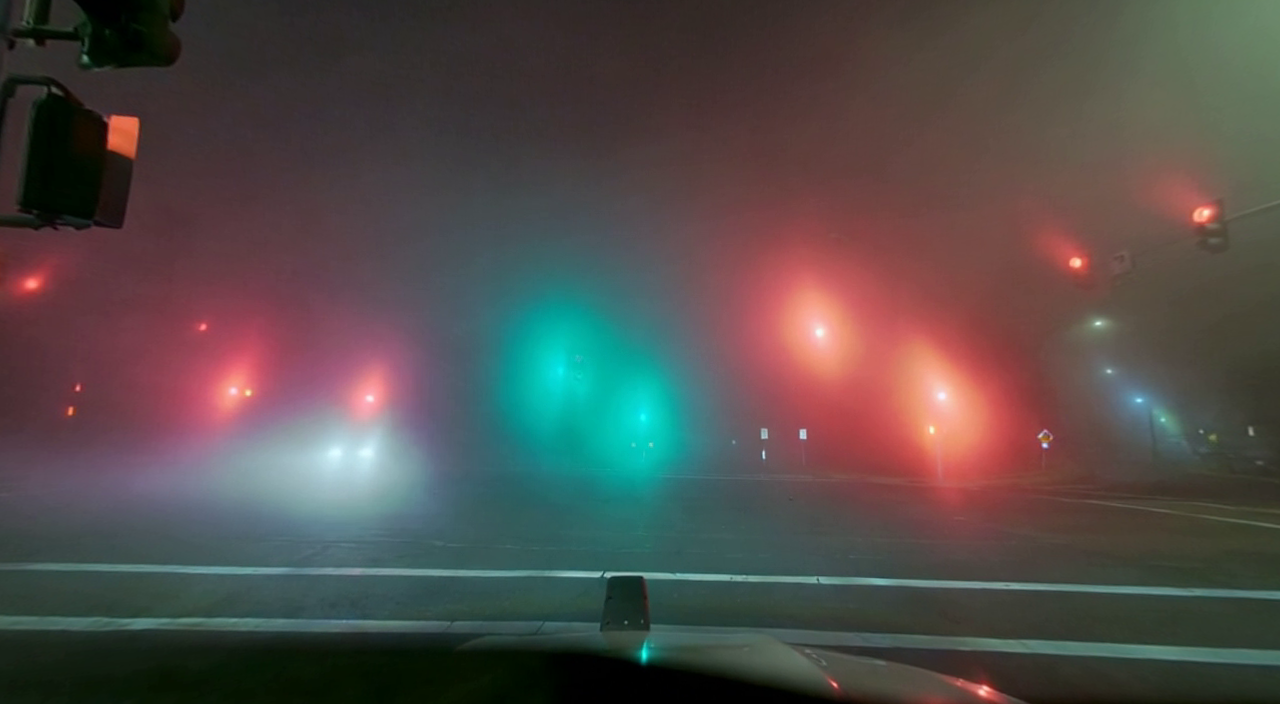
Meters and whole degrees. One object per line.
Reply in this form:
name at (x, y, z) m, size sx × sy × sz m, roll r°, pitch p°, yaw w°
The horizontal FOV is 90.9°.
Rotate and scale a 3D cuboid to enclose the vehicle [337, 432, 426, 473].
vehicle at (-12.604, 4.948, 31.144) m, size 2.238 × 1.827 × 5.007 m, roll 0°, pitch -8°, yaw 0°
